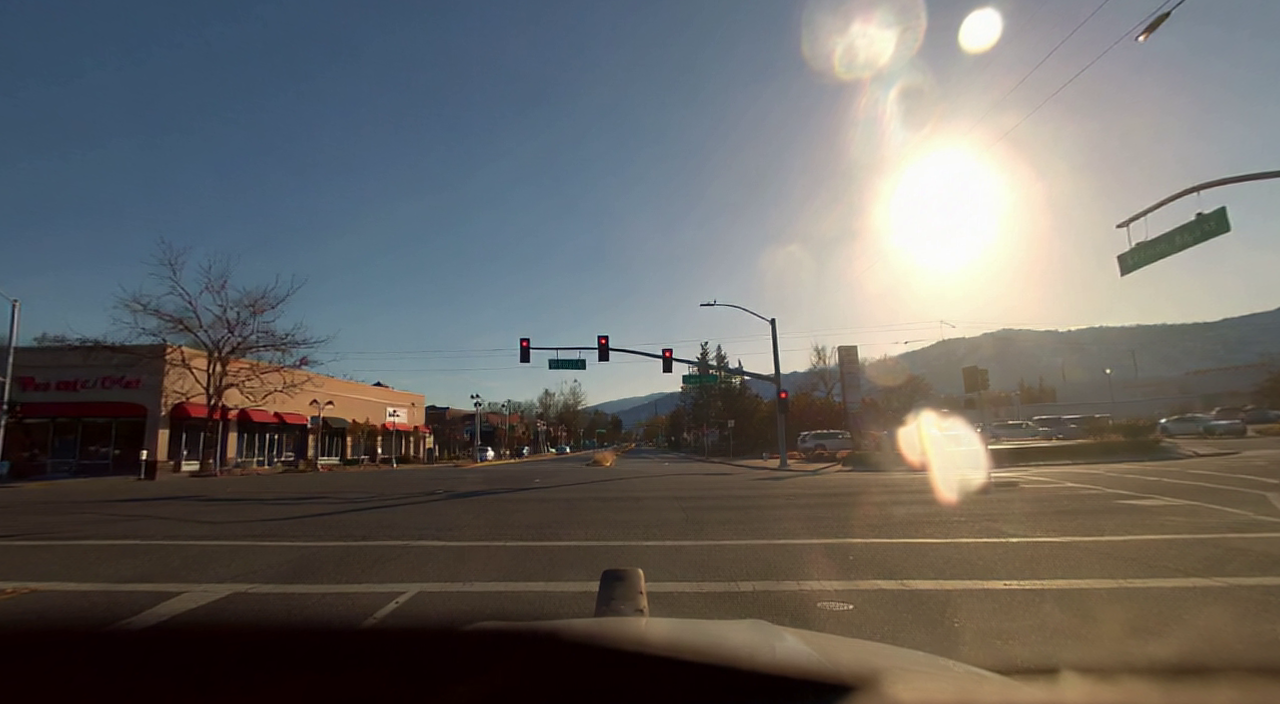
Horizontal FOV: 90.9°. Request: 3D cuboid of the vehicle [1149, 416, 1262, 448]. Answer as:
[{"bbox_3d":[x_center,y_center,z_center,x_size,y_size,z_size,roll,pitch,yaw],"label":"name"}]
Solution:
[{"bbox_3d":[28.280,4.074,31.723,1.799,1.459,4.266,0,-8,3],"label":"vehicle"}]
